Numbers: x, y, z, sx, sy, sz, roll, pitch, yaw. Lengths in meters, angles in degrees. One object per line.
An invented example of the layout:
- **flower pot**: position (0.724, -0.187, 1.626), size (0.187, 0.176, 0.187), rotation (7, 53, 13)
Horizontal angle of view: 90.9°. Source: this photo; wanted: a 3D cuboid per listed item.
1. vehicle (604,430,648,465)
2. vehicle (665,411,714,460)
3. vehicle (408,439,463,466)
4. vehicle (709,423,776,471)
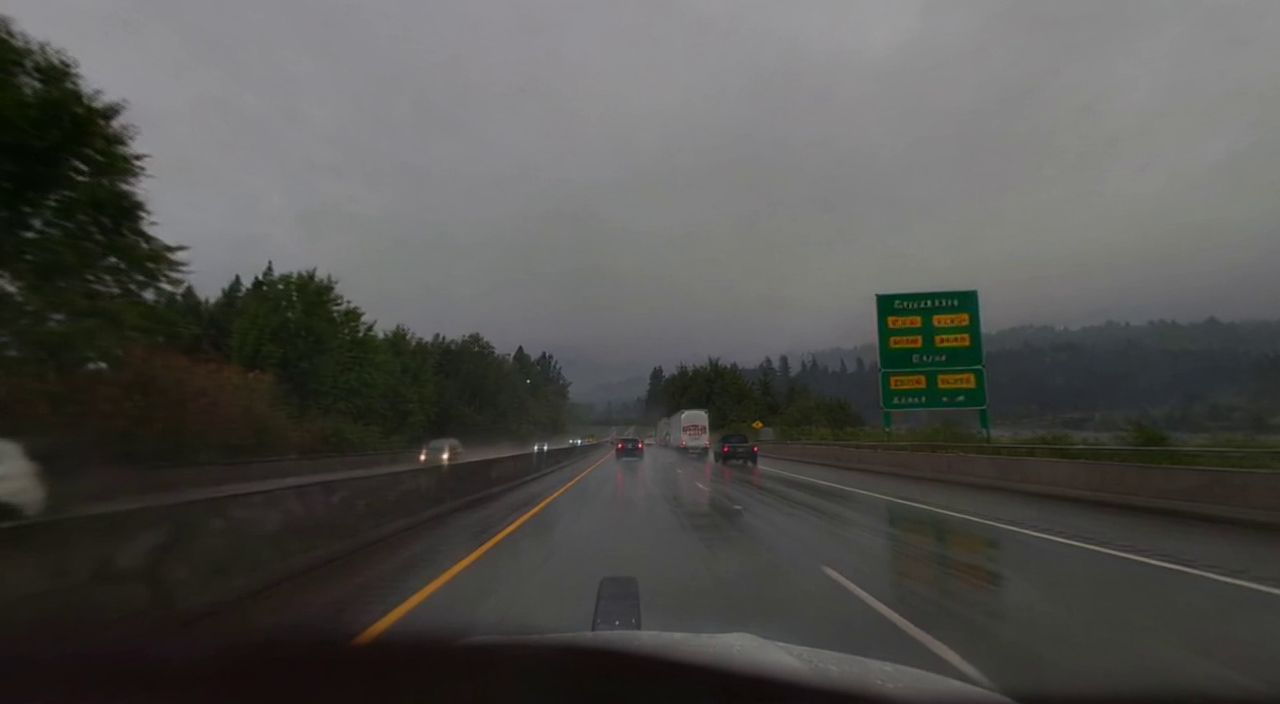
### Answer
- **vehicle**: position (-0.725, 4.992, 33.184), size (2.206, 1.681, 4.111), rotation (0, -8, -1)
- **vehicle**: position (3.297, 5.764, 43.657), size (2.728, 3.053, 7.708), rotation (0, -8, 0)
- **vehicle**: position (-13.957, 6.876, 43.424), size (2.227, 1.701, 4.779), rotation (0, -8, 0)
- **vehicle**: position (4.310, 4.054, 27.208), size (2.073, 1.905, 4.023), rotation (0, -8, -3)
